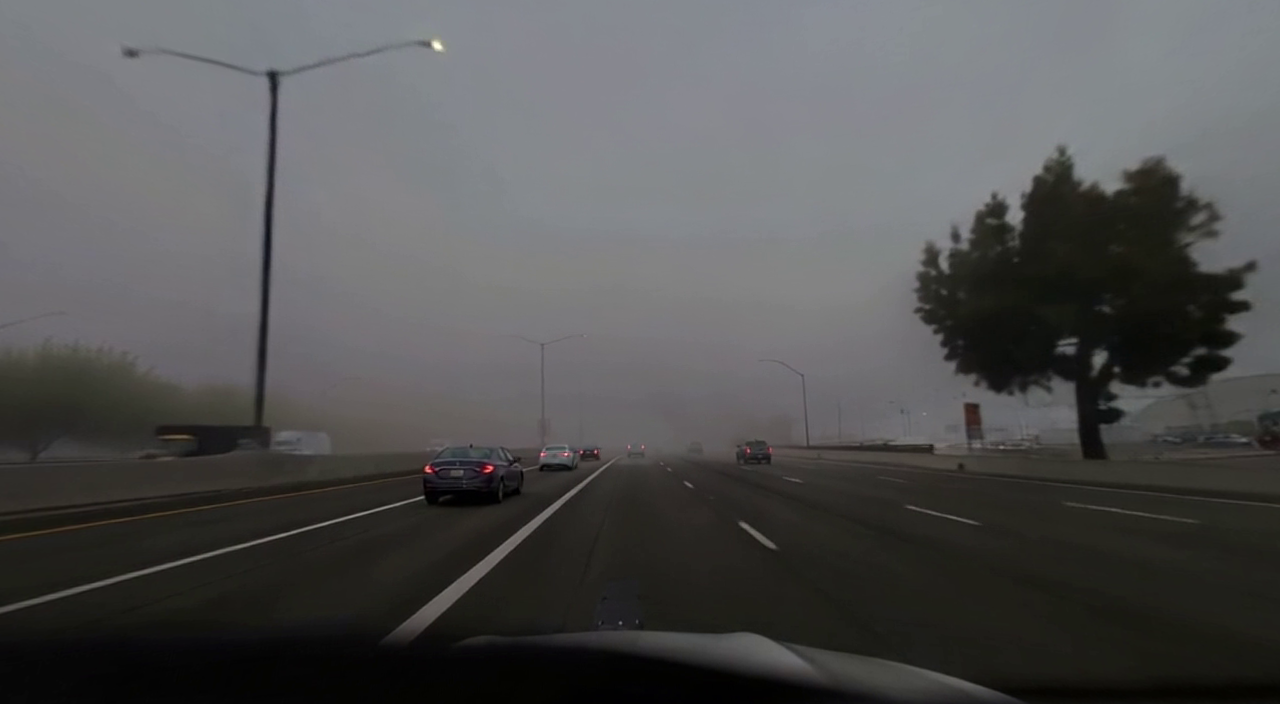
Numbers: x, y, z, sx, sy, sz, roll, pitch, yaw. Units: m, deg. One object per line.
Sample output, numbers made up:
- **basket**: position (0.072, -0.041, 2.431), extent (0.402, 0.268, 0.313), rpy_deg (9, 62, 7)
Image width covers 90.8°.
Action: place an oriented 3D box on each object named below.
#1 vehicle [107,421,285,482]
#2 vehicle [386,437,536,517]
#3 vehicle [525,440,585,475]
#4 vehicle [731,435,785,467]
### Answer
- **vehicle**: position (-28.449, 6.517, 41.710), extent (2.907, 3.420, 12.211), rpy_deg (0, -9, 0)
- **vehicle**: position (-3.592, 2.588, 13.611), extent (1.959, 1.433, 4.291), rpy_deg (0, -9, 0)
- **vehicle**: position (-3.826, 4.832, 29.155), extent (2.047, 1.469, 4.614), rpy_deg (0, -9, 1)
- **vehicle**: position (6.886, 5.830, 37.383), extent (2.147, 1.769, 4.666), rpy_deg (0, -9, -2)
